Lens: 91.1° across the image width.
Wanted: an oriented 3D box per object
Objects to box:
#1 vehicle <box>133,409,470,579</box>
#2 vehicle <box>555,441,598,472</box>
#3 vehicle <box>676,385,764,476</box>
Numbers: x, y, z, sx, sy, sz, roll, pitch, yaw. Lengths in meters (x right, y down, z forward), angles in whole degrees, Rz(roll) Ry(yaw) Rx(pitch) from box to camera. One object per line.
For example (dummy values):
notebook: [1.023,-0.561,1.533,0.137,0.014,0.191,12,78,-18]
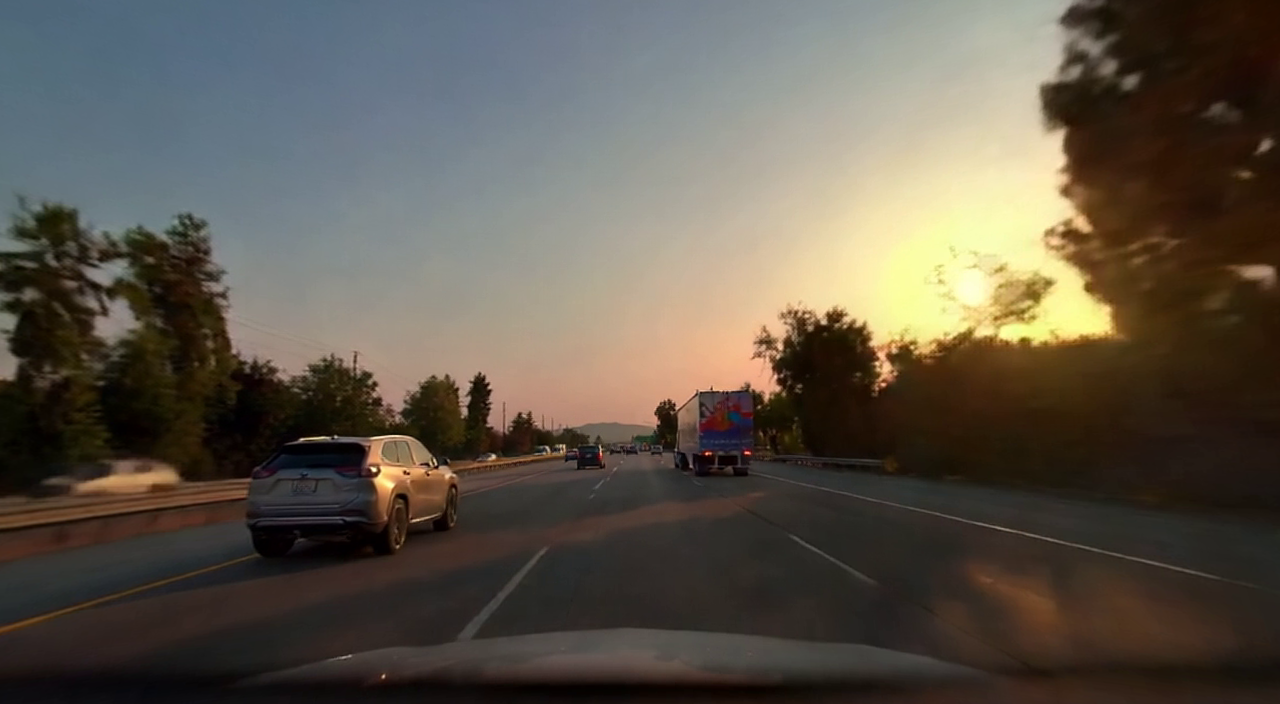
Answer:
vehicle: [-4.175,1.839,8.950,2.202,1.760,4.617,0,-9,0]
vehicle: [-3.744,6.251,37.784,2.139,1.716,4.530,0,-9,0]
vehicle: [4.124,4.690,36.303,2.998,4.236,13.886,0,-9,-1]
